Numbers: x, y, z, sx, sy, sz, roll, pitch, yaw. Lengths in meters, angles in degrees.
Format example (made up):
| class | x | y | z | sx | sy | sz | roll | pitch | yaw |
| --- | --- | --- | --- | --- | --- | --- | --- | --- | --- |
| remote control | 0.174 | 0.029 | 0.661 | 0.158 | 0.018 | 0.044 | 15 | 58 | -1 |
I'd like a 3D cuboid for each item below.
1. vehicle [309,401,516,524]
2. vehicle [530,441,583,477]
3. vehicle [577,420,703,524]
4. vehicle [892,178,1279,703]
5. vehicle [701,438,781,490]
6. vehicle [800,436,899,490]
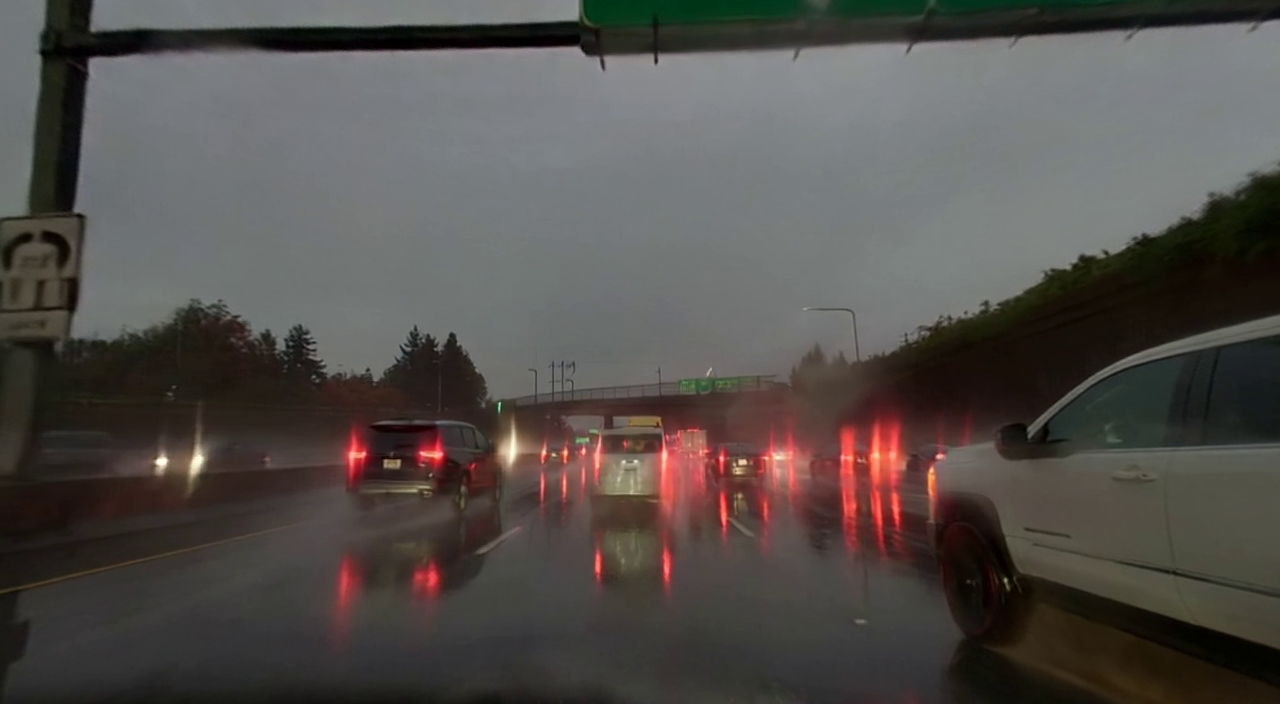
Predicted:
| class | x | y | z | sx | sy | sz | roll | pitch | yaw |
| --- | --- | --- | --- | --- | --- | --- | --- | --- | --- |
| vehicle | -4.549 | 2.367 | 13.993 | 2.212 | 2.101 | 6.052 | 0 | -9 | 1 |
| vehicle | -4.097 | 5.327 | 31.606 | 1.982 | 1.655 | 4.604 | 0 | -9 | 1 |
| vehicle | 0.012 | 2.390 | 13.005 | 2.181 | 1.756 | 4.167 | 0 | -9 | 0 |
| vehicle | 3.463 | 0.631 | 3.036 | 2.300 | 2.242 | 5.327 | 0 | -9 | 0 |
| vehicle | 3.470 | 3.951 | 22.556 | 2.022 | 1.633 | 4.651 | 1 | -9 | -1 |
| vehicle | 7.582 | 4.057 | 23.360 | 2.054 | 1.769 | 4.693 | 1 | -9 | 0 |
